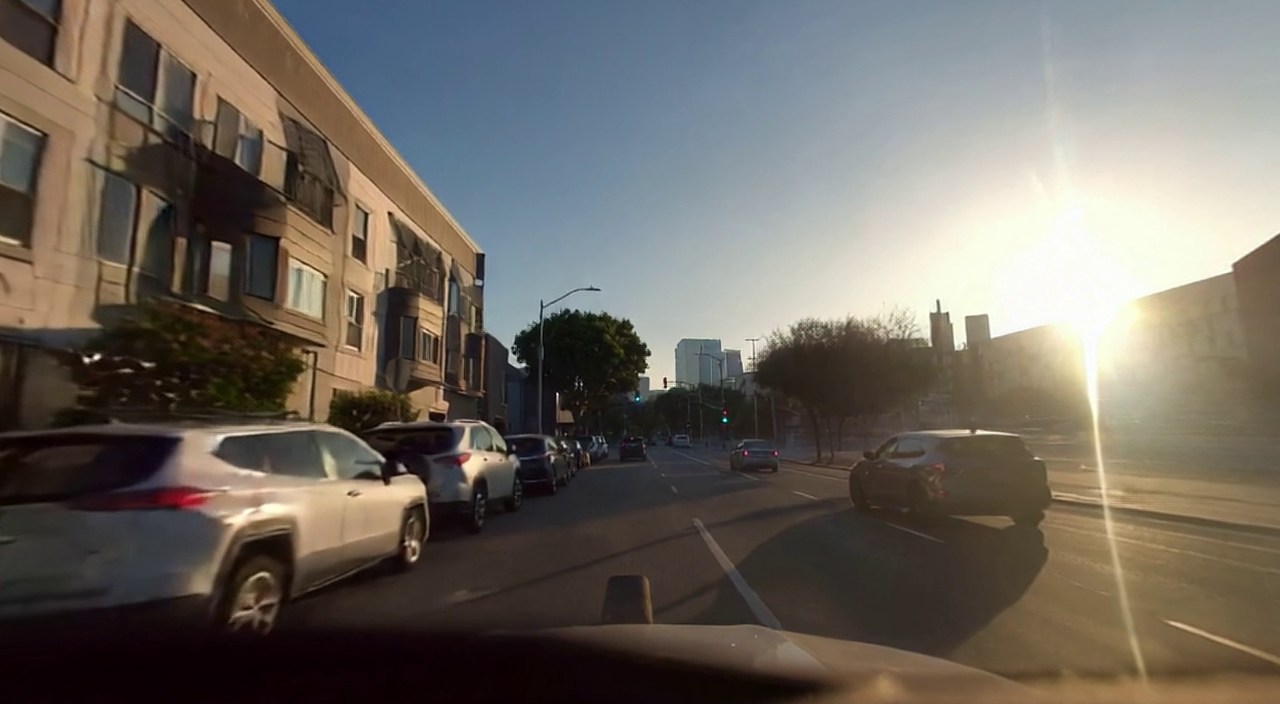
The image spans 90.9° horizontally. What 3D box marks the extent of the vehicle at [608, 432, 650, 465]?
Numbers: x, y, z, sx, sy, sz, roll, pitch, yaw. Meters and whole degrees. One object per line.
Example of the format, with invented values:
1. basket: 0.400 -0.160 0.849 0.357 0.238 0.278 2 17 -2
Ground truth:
1. vehicle: -0.584 5.212 34.108 2.122 1.689 3.885 0 -8 0

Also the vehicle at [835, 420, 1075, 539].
1. vehicle: 4.957 2.050 10.745 1.891 1.599 4.173 0 -8 0

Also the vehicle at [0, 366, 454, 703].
1. vehicle: -3.227 1.238 5.239 1.951 1.671 4.615 0 -8 0

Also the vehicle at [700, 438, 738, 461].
1. vehicle: 5.272 6.580 42.558 1.917 1.467 4.452 0 -8 -1

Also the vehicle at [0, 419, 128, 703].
1. vehicle: -3.088 0.675 0.229 1.957 1.435 4.662 0 -8 -1

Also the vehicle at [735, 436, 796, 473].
1. vehicle: 5.274 4.369 26.943 1.799 1.463 3.464 0 -8 -2
